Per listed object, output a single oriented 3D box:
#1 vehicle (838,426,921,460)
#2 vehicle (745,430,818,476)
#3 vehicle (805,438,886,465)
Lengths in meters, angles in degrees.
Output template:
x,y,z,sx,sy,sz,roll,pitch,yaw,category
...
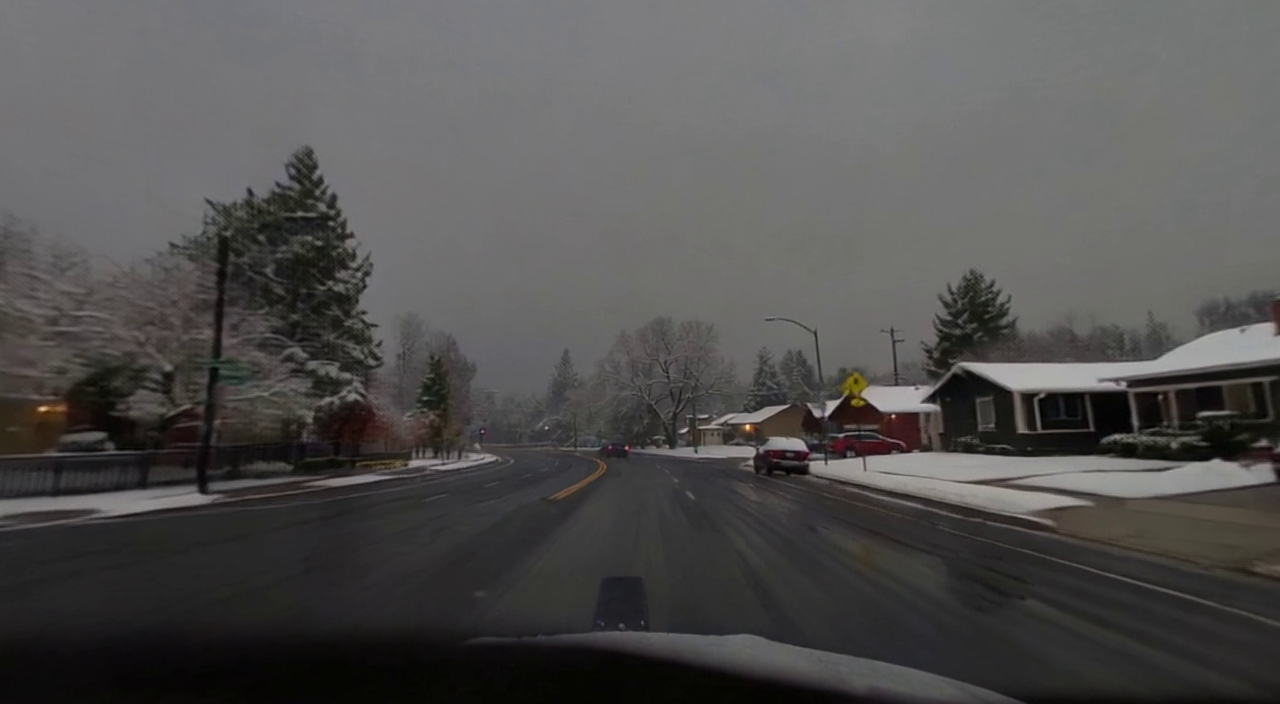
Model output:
x,y,z,sx,sy,sz,roll,pitch,yaw,category
15.890,6.034,42.281,2.205,1.995,5.543,-1,-6,-16,vehicle
6.842,4.952,31.259,2.348,1.986,6.289,0,-8,2,vehicle
12.564,6.100,38.566,4.508,1.462,1.721,4,-10,-17,vehicle
